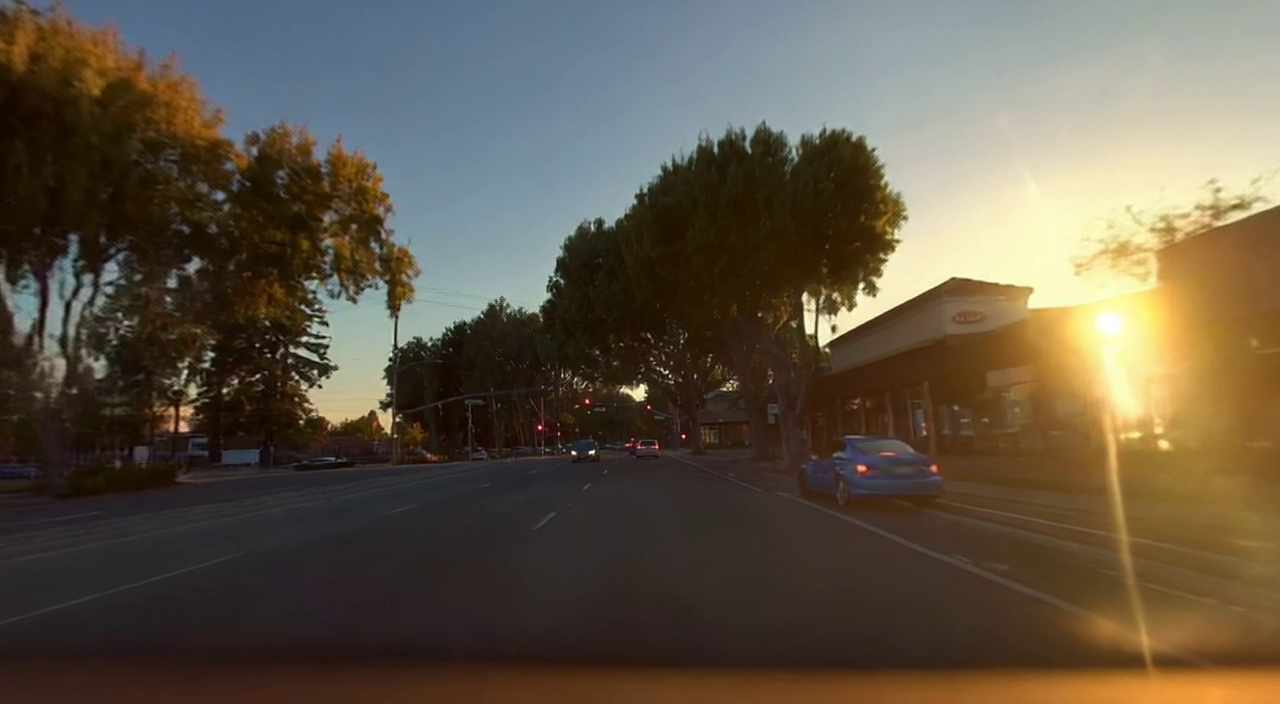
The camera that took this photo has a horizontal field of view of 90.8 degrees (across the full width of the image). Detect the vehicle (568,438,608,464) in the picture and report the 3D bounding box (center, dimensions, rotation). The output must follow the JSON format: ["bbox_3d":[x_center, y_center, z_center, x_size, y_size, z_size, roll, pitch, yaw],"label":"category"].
[{"bbox_3d":[-3.096,6.021,38.532,2.032,1.467,4.411,0,-8,1],"label":"vehicle"}]

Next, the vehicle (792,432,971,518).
[{"bbox_3d":[4.729,2.454,13.112,1.942,1.469,4.049,0,-8,-3],"label":"vehicle"}]

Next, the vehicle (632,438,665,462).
[{"bbox_3d":[0.580,6.373,41.320,2.059,1.456,4.047,0,-8,1],"label":"vehicle"}]
